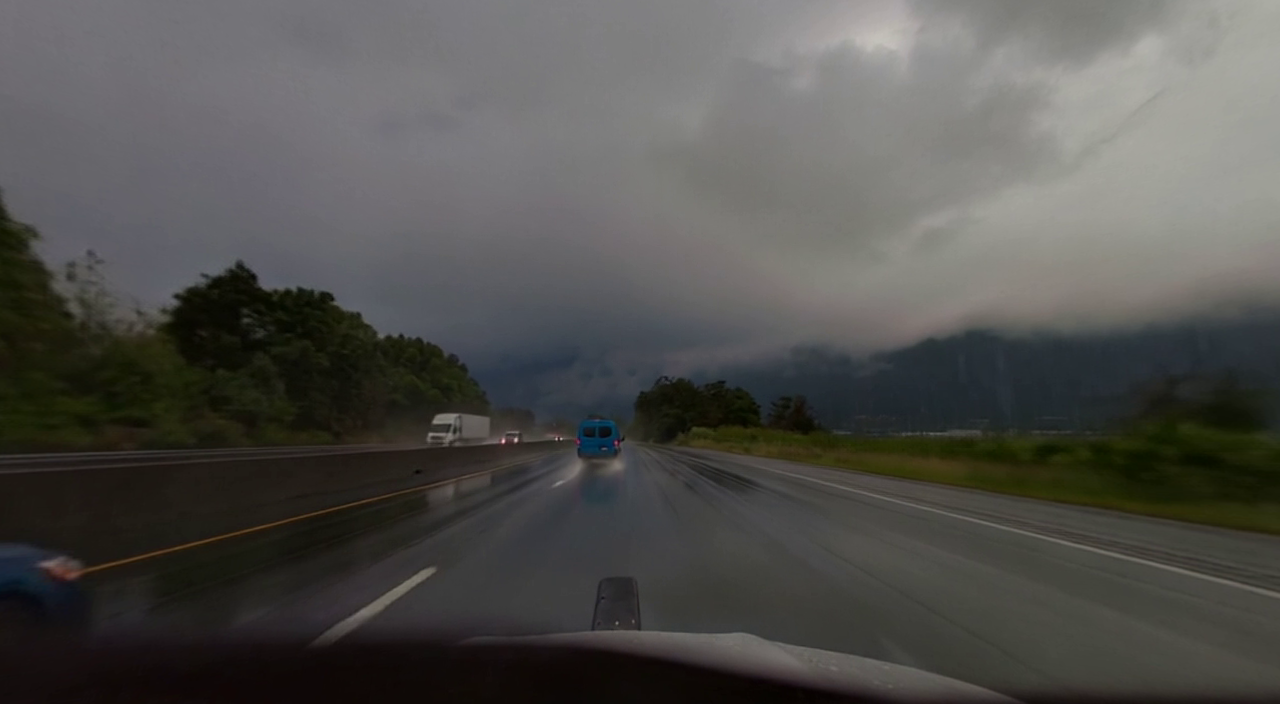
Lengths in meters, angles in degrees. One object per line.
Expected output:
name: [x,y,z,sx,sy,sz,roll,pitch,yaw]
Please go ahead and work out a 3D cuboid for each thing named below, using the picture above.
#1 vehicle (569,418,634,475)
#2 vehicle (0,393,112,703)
vehicle: [-1.415,3.739,25.164,2.297,2.011,4.736,0,-8,0]
vehicle: [-3.984,0.746,1.044,2.096,1.537,4.700,0,-7,1]
